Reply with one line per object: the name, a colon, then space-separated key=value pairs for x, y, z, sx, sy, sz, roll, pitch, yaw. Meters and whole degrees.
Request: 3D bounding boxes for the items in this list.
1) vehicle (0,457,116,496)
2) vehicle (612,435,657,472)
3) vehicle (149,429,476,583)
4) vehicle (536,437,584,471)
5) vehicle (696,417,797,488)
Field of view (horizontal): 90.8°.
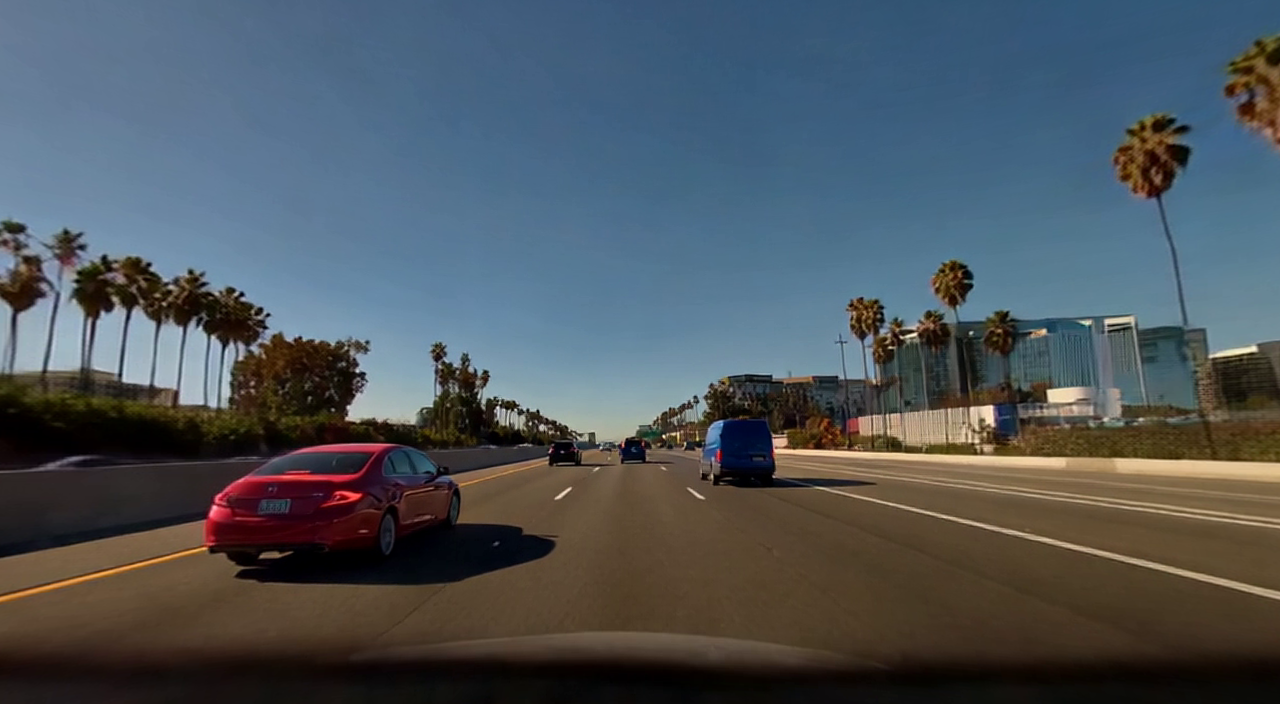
vehicle: x=-25.310 y=5.301 z=27.229 sx=1.806 sy=1.471 sz=4.273 roll=0 pitch=-9 yaw=0
vehicle: x=-0.285 y=5.375 z=33.560 sx=2.212 sy=1.786 sz=4.198 roll=0 pitch=-9 yaw=-1
vehicle: x=-3.757 y=1.829 z=8.380 sx=1.991 sy=1.469 sz=4.381 roll=0 pitch=-9 yaw=0
vehicle: x=-4.459 y=5.767 z=35.891 sx=2.109 sy=1.793 sz=4.613 roll=0 pitch=-9 yaw=0
vehicle: x=3.419 y=3.408 z=21.583 sx=2.250 sy=2.074 sz=5.723 roll=0 pitch=-9 yaw=-2
